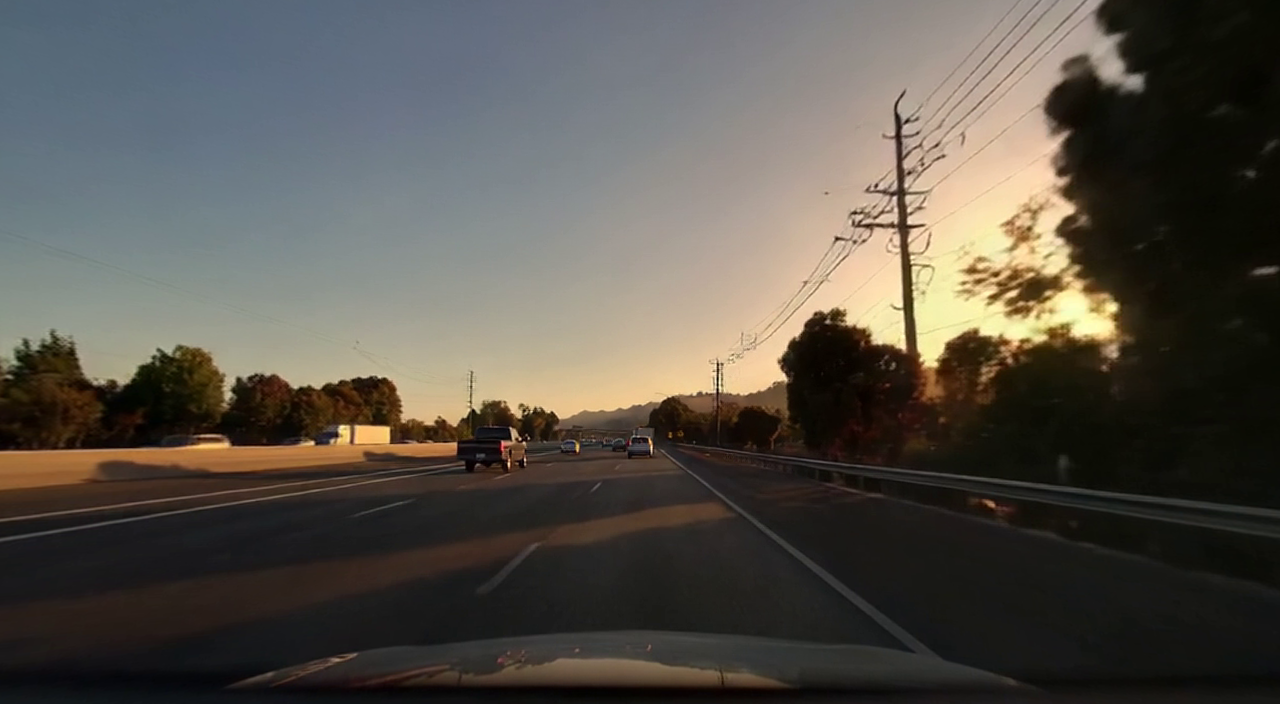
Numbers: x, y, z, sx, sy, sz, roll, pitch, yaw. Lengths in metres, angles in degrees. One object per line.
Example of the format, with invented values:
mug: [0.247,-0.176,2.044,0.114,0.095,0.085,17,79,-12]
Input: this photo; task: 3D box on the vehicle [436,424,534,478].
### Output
vehicle: [-6.335,4.149,26.794,2.460,1.992,6.474,0,-8,0]

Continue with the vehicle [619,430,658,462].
vehicle: [-0.032,6.263,42.136,2.448,2.025,5.193,-1,-8,1]
